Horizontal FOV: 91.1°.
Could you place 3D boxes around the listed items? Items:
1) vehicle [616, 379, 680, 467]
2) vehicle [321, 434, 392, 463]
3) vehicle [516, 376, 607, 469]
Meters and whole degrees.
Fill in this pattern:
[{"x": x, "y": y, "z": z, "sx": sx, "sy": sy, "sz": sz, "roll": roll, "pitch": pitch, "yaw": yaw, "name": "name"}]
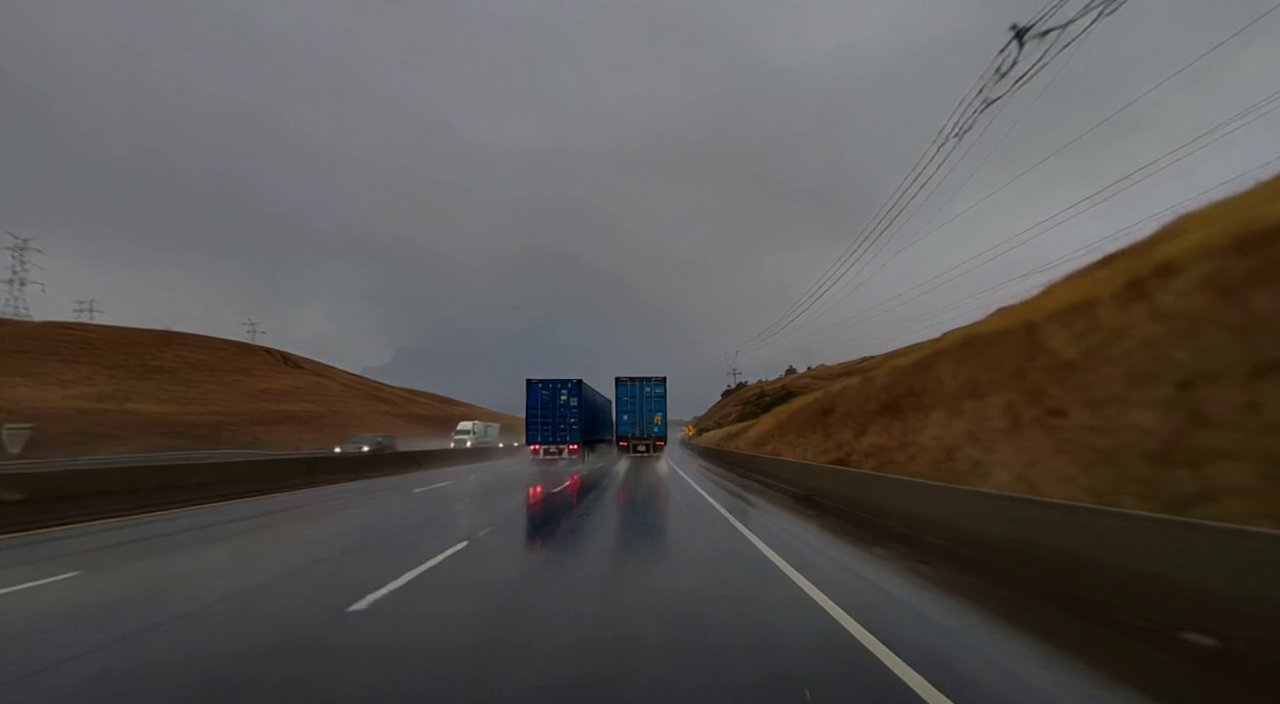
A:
[{"x": 0.264, "y": 4.112, "z": 35.332, "sx": 3.006, "sy": 4.120, "sz": 11.586, "roll": 0, "pitch": -8, "yaw": -1, "name": "vehicle"}, {"x": -17.503, "y": 5.968, "z": 39.112, "sx": 2.056, "sy": 1.688, "sz": 5.031, "roll": 0, "pitch": -8, "yaw": 0, "name": "vehicle"}, {"x": -3.811, "y": 4.070, "z": 34.743, "sx": 3.065, "sy": 4.105, "sz": 13.706, "roll": 0, "pitch": -8, "yaw": 1, "name": "vehicle"}]
